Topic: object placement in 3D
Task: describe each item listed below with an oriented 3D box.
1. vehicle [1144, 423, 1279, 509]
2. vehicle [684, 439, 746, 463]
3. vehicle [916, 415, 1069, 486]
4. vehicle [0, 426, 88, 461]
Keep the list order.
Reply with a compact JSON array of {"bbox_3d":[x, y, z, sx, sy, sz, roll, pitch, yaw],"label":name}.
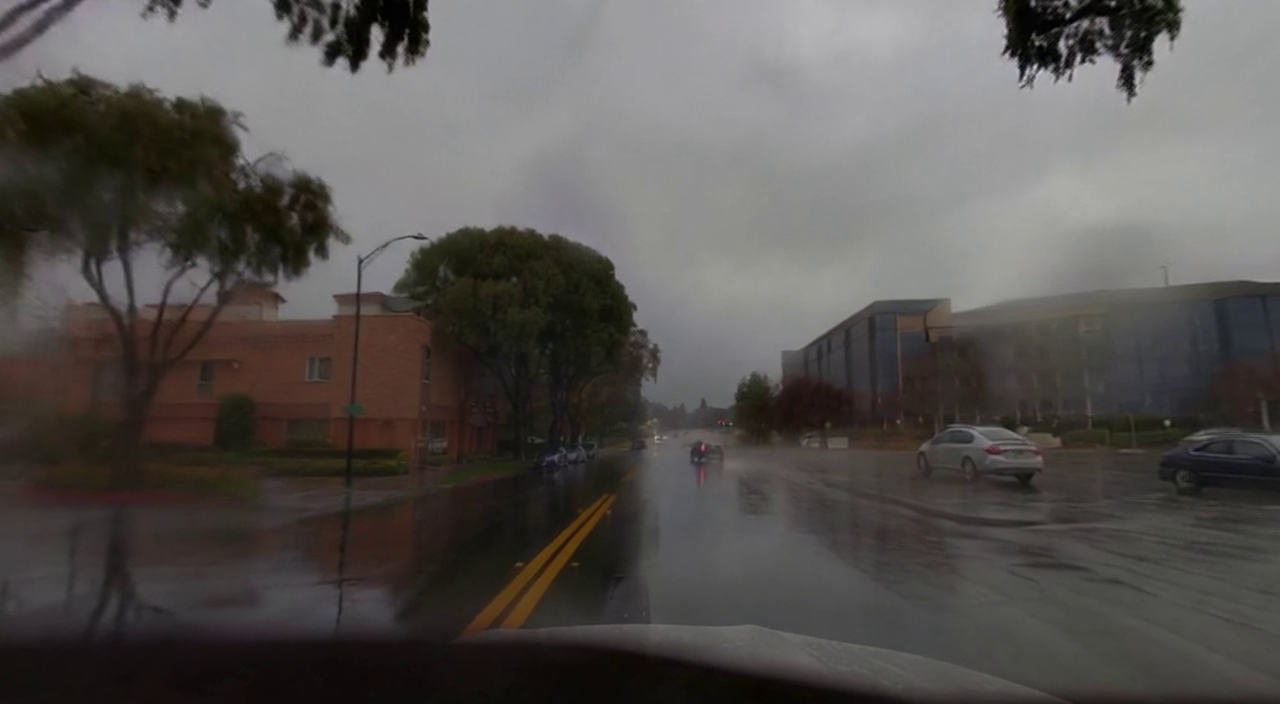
[{"bbox_3d":[12.502,2.168,12.121,1.903,1.528,4.374,0,-9,-1],"label":"vehicle"},{"bbox_3d":[5.681,7.574,48.133,4.277,1.740,2.097,-8,-11,41],"label":"vehicle"},{"bbox_3d":[10.289,2.994,18.947,2.018,1.840,4.662,-1,-10,3],"label":"vehicle"},{"bbox_3d":[-30.099,4.406,30.232,4.814,1.609,2.197,3,-9,-19],"label":"vehicle"}]
